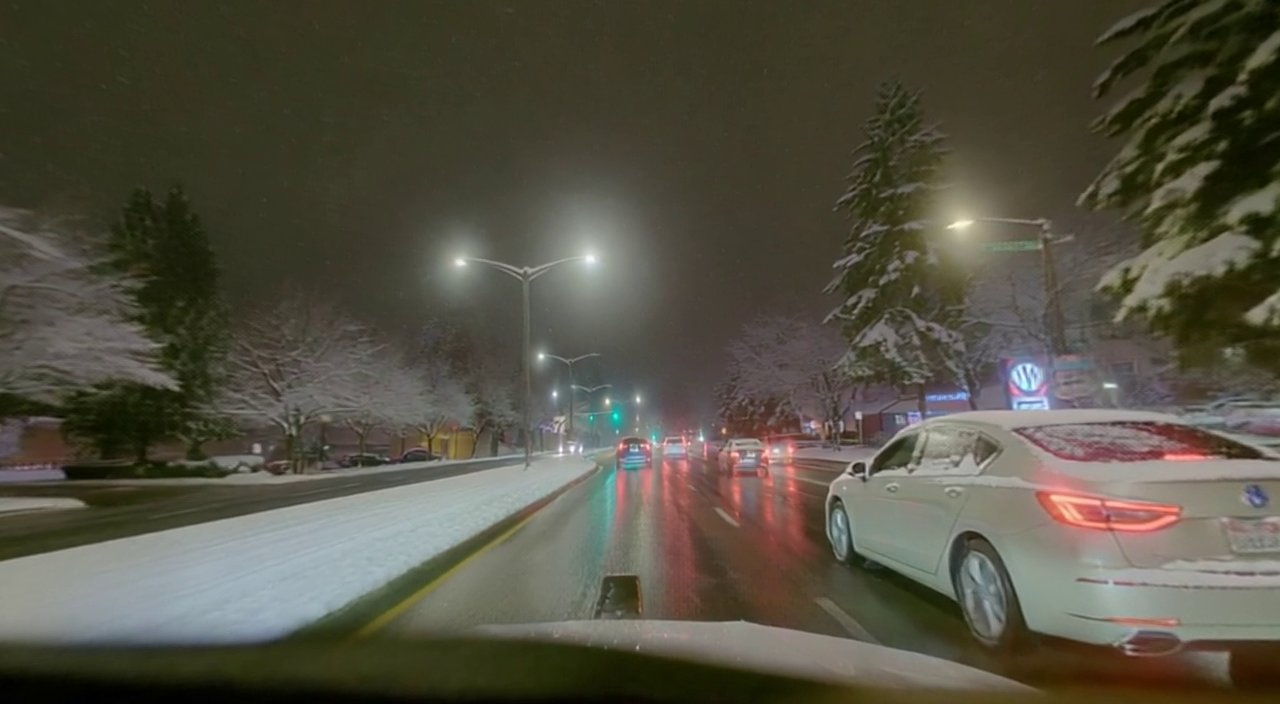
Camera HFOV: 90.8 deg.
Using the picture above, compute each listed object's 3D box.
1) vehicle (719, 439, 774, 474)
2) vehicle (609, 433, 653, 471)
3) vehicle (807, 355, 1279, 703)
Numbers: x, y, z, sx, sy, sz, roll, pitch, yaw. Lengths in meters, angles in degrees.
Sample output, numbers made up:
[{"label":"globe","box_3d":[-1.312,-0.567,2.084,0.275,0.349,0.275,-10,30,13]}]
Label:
[{"label":"vehicle","box_3d":[4.820,4.806,29.236,1.883,1.452,4.258,0,-9,1]},{"label":"vehicle","box_3d":[-0.424,5.113,32.404,2.106,1.798,4.168,0,-8,0]},{"label":"vehicle","box_3d":[3.013,1.166,4.902,2.153,1.658,4.485,0,-9,-1]}]
